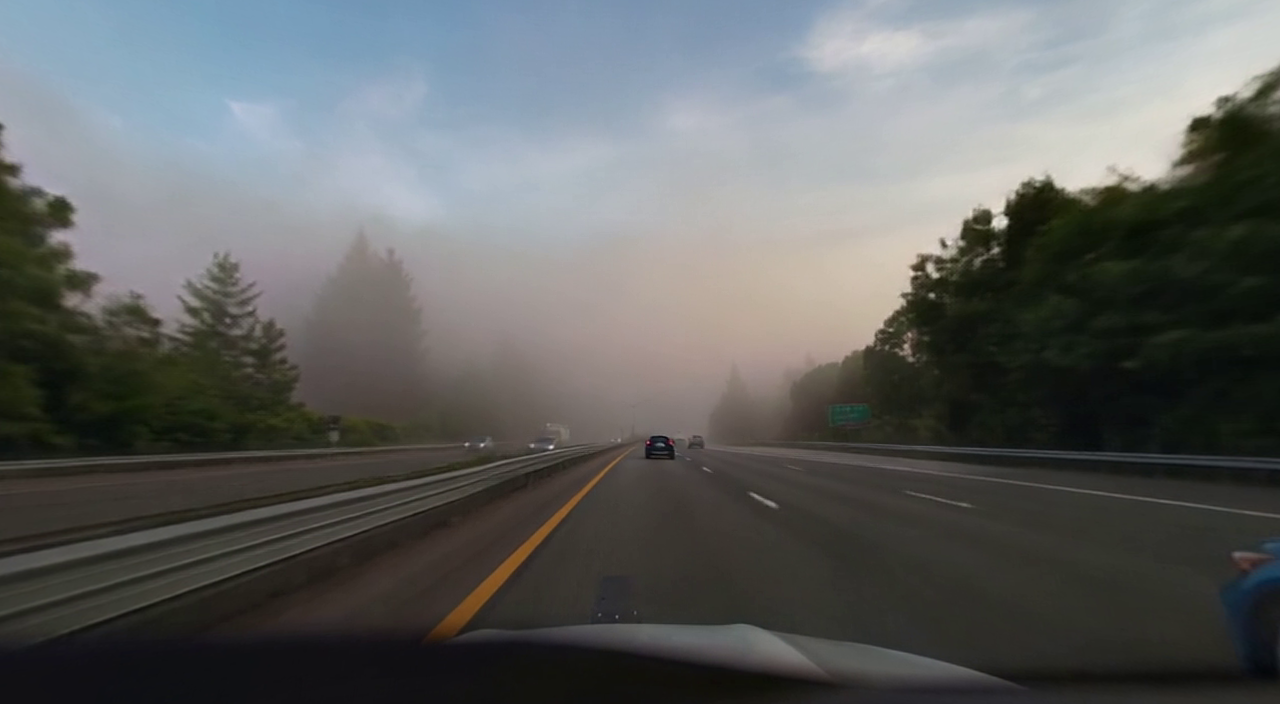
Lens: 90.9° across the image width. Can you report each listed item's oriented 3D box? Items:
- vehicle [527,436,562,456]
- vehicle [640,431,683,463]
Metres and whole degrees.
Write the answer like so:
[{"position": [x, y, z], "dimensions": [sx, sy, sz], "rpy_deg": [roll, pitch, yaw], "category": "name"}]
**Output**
[{"position": [-7.448, 7.402, 49.519], "dimensions": [1.968, 1.481, 4.273], "rpy_deg": [0, -8, 2], "category": "vehicle"}, {"position": [1.014, 4.784, 31.914], "dimensions": [2.046, 1.526, 3.903], "rpy_deg": [0, -8, 0], "category": "vehicle"}]
